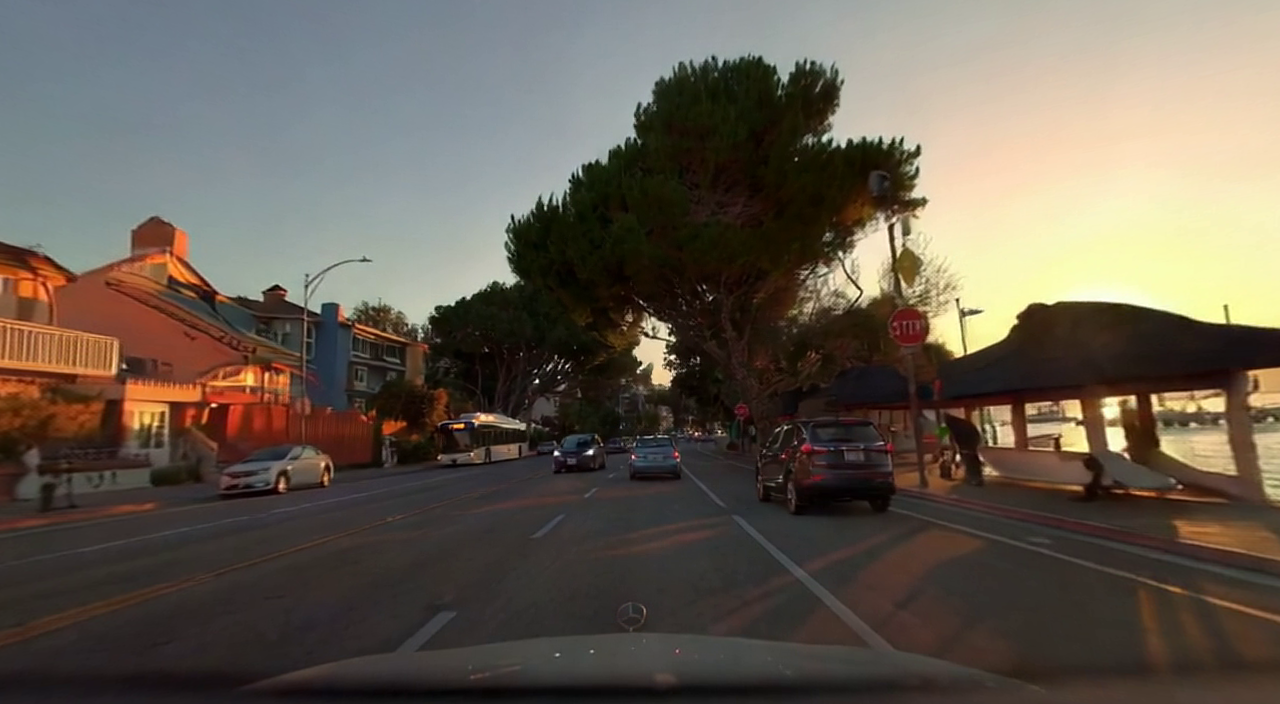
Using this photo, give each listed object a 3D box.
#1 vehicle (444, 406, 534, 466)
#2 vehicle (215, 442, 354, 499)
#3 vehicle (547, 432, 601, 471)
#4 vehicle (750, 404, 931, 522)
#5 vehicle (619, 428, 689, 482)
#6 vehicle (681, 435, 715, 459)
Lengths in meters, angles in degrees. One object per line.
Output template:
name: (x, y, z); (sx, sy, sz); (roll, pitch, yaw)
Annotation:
vehicle: (-9.473, 5.531, 40.895); (2.995, 3.421, 9.259); (-1, -9, 3)
vehicle: (-10.394, 3.470, 18.801); (1.731, 1.489, 3.841); (-1, -9, 3)
vehicle: (-2.953, 4.574, 29.158); (1.929, 1.648, 4.114); (-1, -9, 2)
vehicle: (3.504, 2.050, 12.065); (2.000, 1.809, 4.405); (0, -9, 0)
vehicle: (0.410, 3.435, 21.166); (2.132, 1.632, 3.838); (0, -9, 0)
vehicle: (3.965, 6.579, 43.655); (1.876, 1.626, 3.851); (0, -9, -1)
